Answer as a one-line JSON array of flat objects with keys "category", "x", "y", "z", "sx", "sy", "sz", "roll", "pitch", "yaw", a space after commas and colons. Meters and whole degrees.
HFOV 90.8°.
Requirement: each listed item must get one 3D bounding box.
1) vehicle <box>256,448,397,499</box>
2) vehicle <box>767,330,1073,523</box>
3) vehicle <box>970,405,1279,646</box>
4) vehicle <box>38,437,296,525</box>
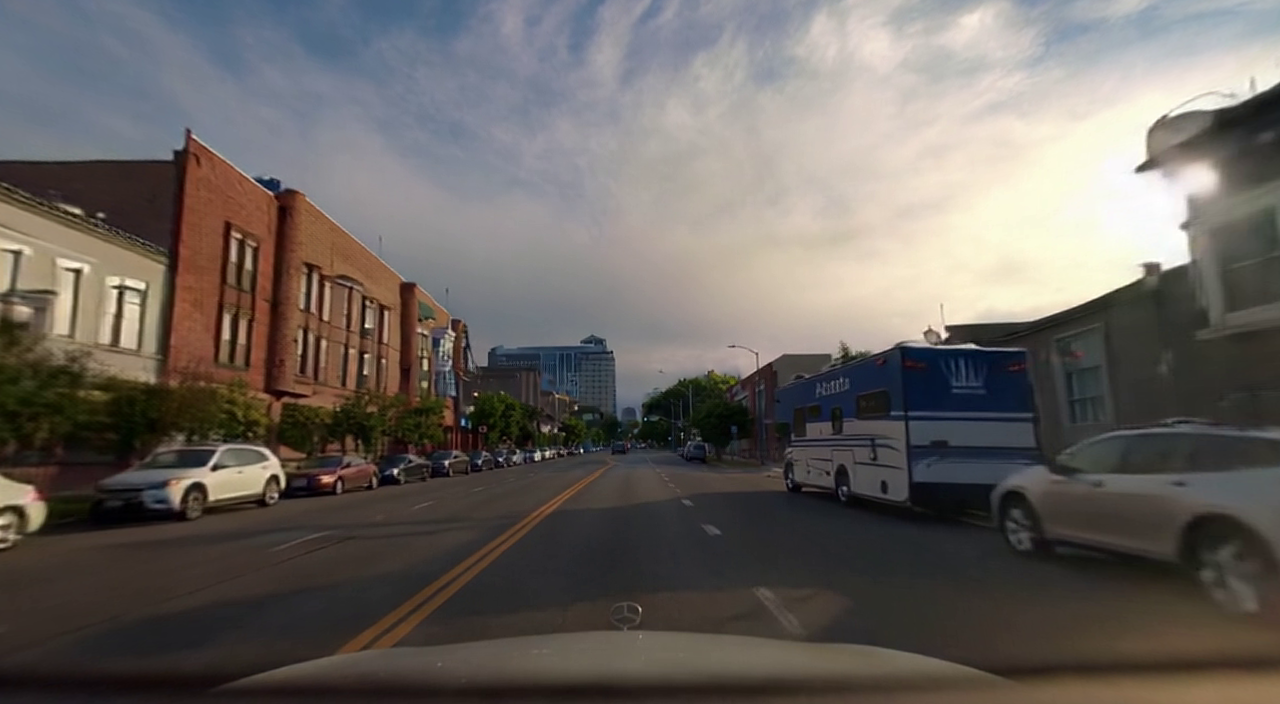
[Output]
[{"category": "vehicle", "x": -10.022, "y": 3.890, "z": 20.754, "sx": 2.078, "sy": 1.427, "sz": 4.900, "roll": 0, "pitch": -8, "yaw": 0}, {"category": "vehicle", "x": 6.032, "y": 2.020, "z": 16.337, "sx": 3.102, "sy": 3.473, "sz": 9.734, "roll": 0, "pitch": -8, "yaw": -2}, {"category": "vehicle", "x": 5.904, "y": 1.554, "z": 6.453, "sx": 2.154, "sy": 1.804, "sz": 5.341, "roll": 0, "pitch": -8, "yaw": 0}, {"category": "vehicle", "x": -10.021, "y": 2.723, "z": 14.006, "sx": 2.276, "sy": 1.597, "sz": 4.421, "roll": 0, "pitch": -8, "yaw": 0}]
